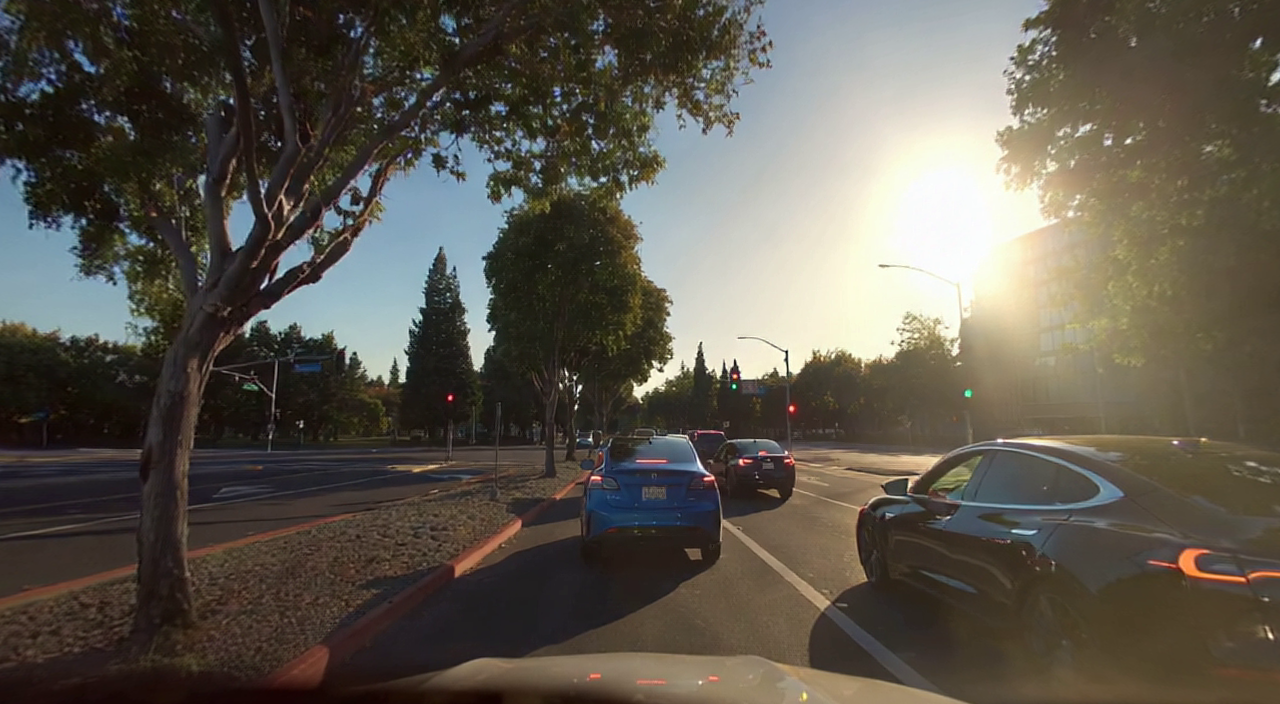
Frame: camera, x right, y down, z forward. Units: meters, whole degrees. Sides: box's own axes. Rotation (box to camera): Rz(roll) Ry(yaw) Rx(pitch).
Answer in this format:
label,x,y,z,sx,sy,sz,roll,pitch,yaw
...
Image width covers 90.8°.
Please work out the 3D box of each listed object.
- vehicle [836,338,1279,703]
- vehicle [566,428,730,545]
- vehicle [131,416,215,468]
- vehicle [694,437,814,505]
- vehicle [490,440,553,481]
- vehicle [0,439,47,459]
label,x,y,z,sx,sy,sz,roll,pitch,yaw
vehicle,3.186,1.106,4.302,2.167,1.676,4.443,0,-8,-1
vehicle,0.027,2.081,10.467,2.147,1.499,4.240,0,-8,-2
vehicle,-29.271,5.640,39.701,2.608,2.990,3.026,2,-8,2
vehicle,2.694,2.929,16.034,2.058,1.466,4.208,0,-8,-3
vehicle,-4.627,4.286,25.250,1.972,1.457,4.171,0,-8,-4
vehicle,-48.295,7.360,47.975,4.418,1.415,1.941,0,-8,-1
